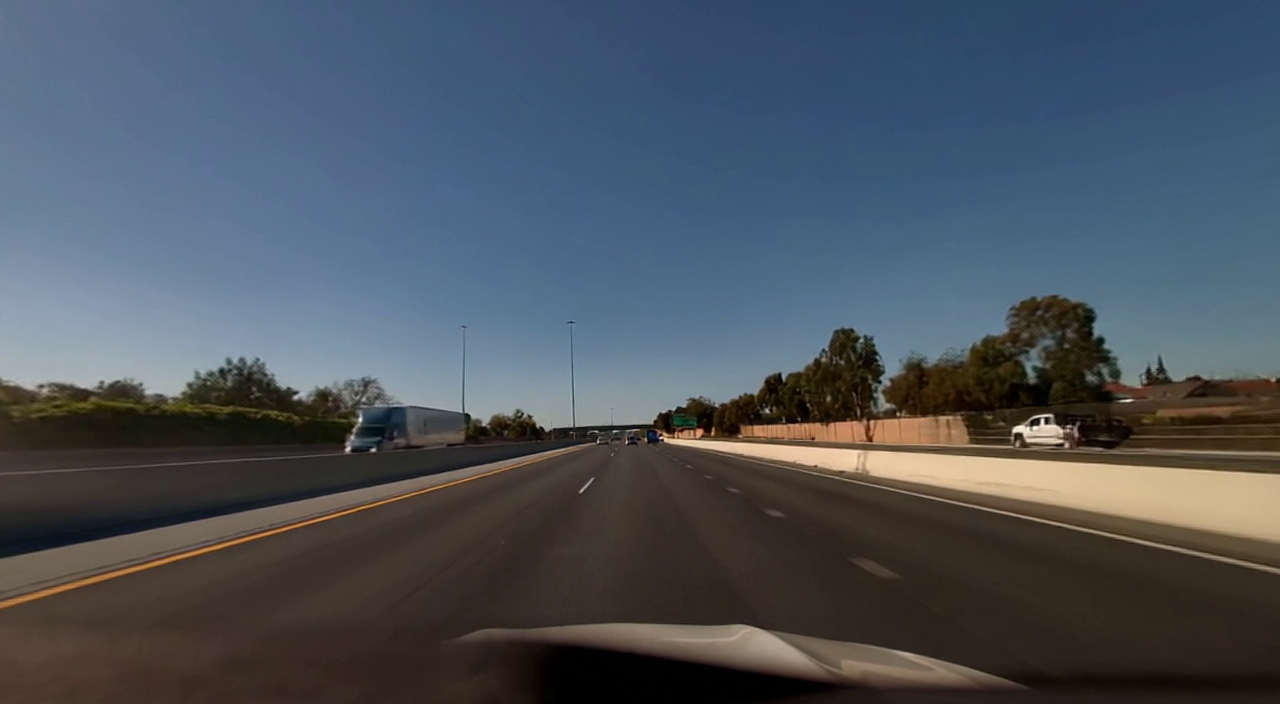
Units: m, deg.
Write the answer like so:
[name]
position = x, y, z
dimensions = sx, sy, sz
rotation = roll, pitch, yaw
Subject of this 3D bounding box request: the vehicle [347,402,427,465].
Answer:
[vehicle]
position = -16.851, 5.500, 42.526
dimensions = 3.027, 3.960, 5.873
rotation = 0, -8, -2
